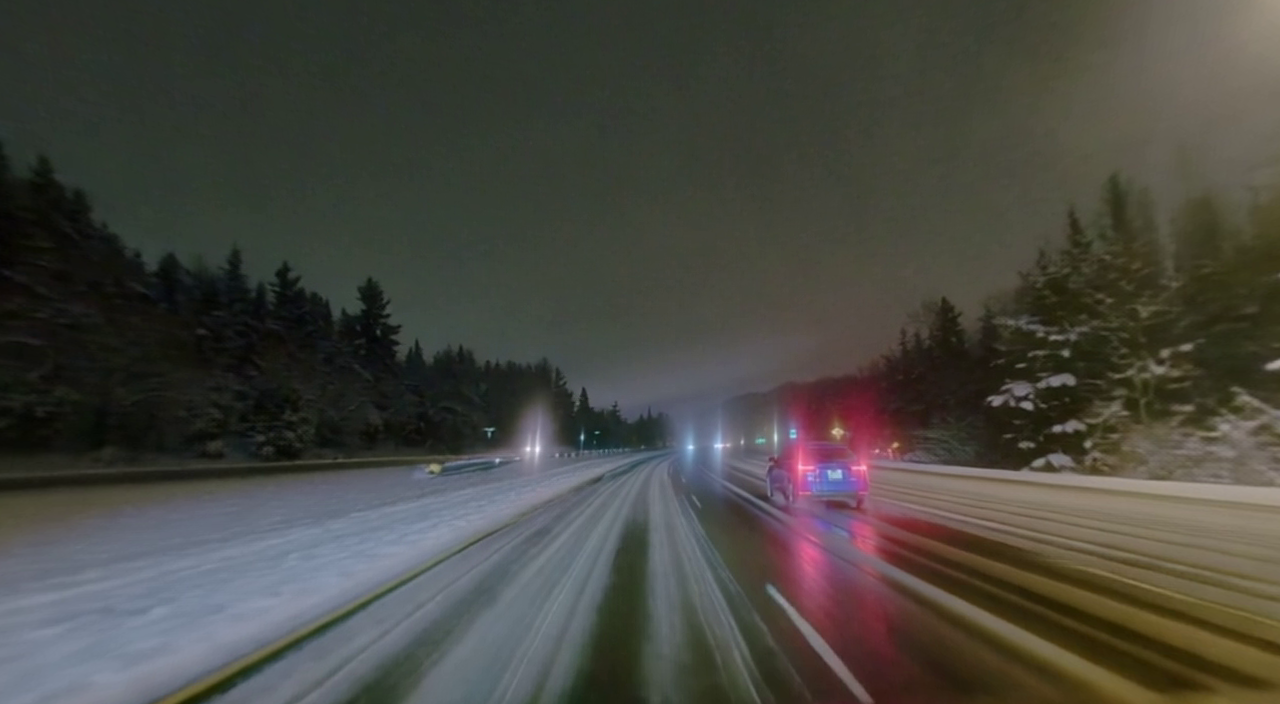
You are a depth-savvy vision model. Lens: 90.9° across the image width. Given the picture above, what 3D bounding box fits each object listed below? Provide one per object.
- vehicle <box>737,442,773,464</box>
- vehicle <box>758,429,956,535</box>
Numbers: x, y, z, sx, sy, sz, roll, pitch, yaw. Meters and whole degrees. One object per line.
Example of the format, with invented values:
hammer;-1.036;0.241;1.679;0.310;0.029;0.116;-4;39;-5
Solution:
vehicle;8.216;7.258;45.388;1.924;1.479;4.054;-1;-8;2
vehicle;3.645;2.268;11.616;2.050;1.546;4.344;0;-8;-1
